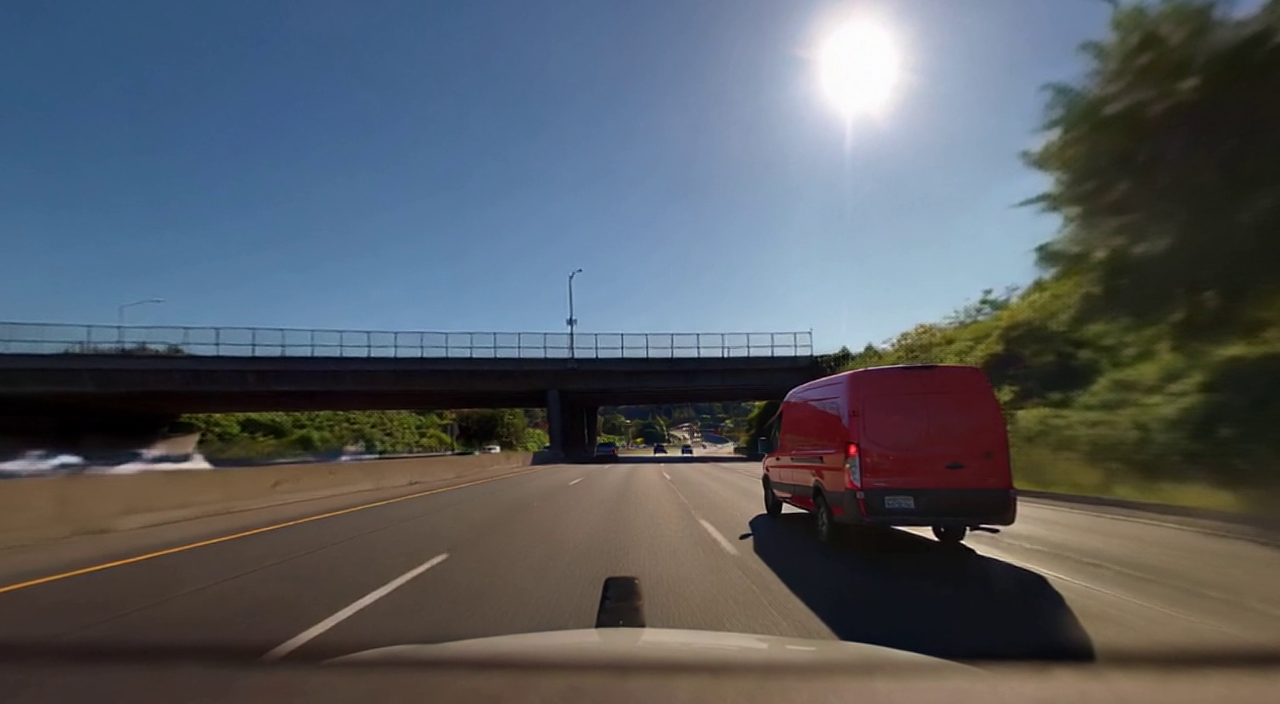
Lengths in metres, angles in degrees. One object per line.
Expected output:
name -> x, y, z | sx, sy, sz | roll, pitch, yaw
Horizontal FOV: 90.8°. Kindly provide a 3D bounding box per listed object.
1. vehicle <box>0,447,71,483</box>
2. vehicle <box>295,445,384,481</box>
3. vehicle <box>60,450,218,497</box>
vehicle -> -31.188, 5.542, 30.997 | 1.916, 1.679, 4.547 | -1, -8, 7
vehicle -> -13.548, 4.989, 28.768 | 1.944, 1.507, 3.985 | 0, -8, 2
vehicle -> -17.810, 4.305, 22.791 | 1.905, 1.474, 4.495 | 0, -8, 2
